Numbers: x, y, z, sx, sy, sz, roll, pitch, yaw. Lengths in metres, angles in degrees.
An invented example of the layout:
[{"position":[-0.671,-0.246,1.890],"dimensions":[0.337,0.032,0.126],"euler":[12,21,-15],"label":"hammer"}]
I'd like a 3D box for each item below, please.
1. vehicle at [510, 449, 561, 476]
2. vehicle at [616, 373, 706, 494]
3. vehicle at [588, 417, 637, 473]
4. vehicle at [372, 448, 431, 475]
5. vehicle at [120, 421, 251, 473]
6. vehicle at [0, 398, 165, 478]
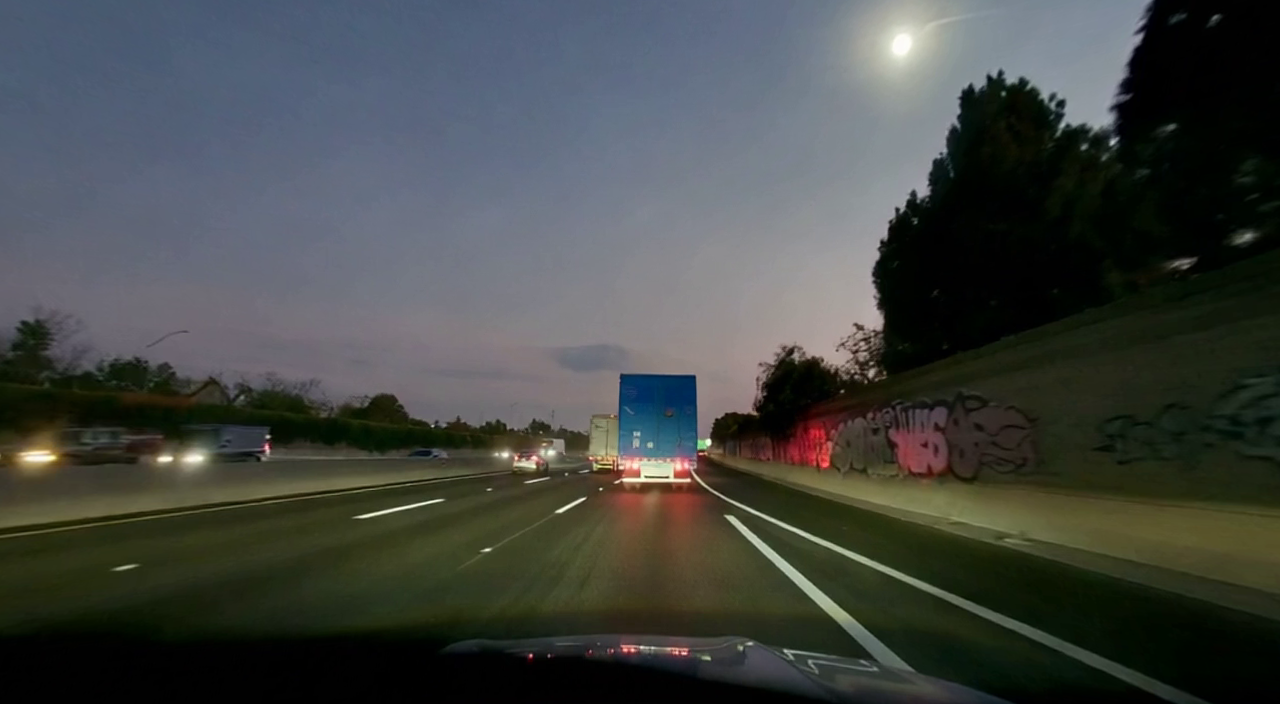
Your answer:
[{"position":[-6.159,6.567,37.785],"dimensions":[1.962,1.471,4.792],"euler":[0,-9,4],"label":"vehicle"},{"position":[1.009,3.554,26.723],"dimensions":[2.997,4.069,10.871],"euler":[0,-9,3],"label":"vehicle"},{"position":[-1.885,6.946,46.968],"dimensions":[2.713,3.704,9.148],"euler":[0,-9,3],"label":"vehicle"},{"position":[-14.724,6.753,39.101],"dimensions":[1.910,1.554,3.915],"euler":[0,-9,3],"label":"vehicle"},{"position":[-24.519,5.184,34.379],"dimensions":[2.602,2.581,5.506],"euler":[-1,-9,6],"label":"vehicle"},{"position":[-25.214,3.816,27.810],"dimensions":[2.651,3.031,7.034],"euler":[0,-9,3],"label":"vehicle"}]
